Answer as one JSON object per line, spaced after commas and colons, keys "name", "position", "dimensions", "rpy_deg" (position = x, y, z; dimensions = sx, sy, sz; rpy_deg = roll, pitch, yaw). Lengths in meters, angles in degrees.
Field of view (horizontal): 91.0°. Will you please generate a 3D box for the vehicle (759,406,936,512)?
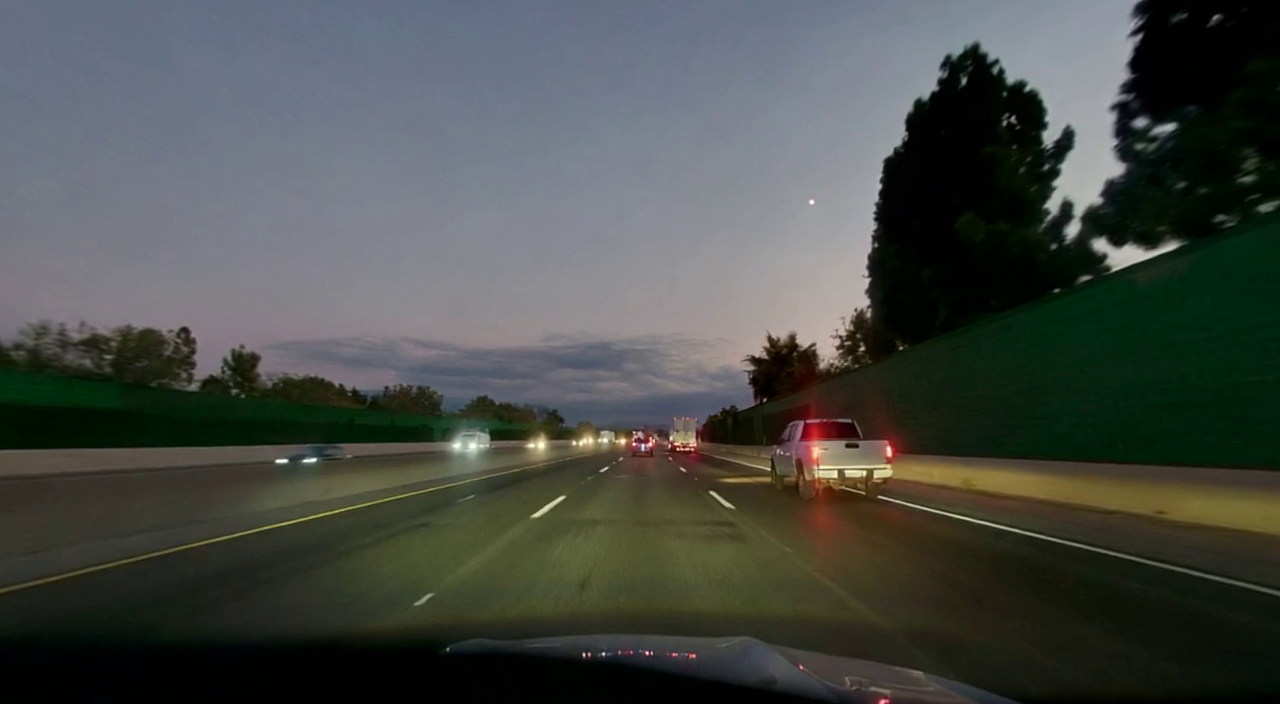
{"name": "vehicle", "position": [4.369, 2.368, 14.411], "dimensions": [2.209, 1.943, 5.262], "rpy_deg": [0, -8, -1]}
